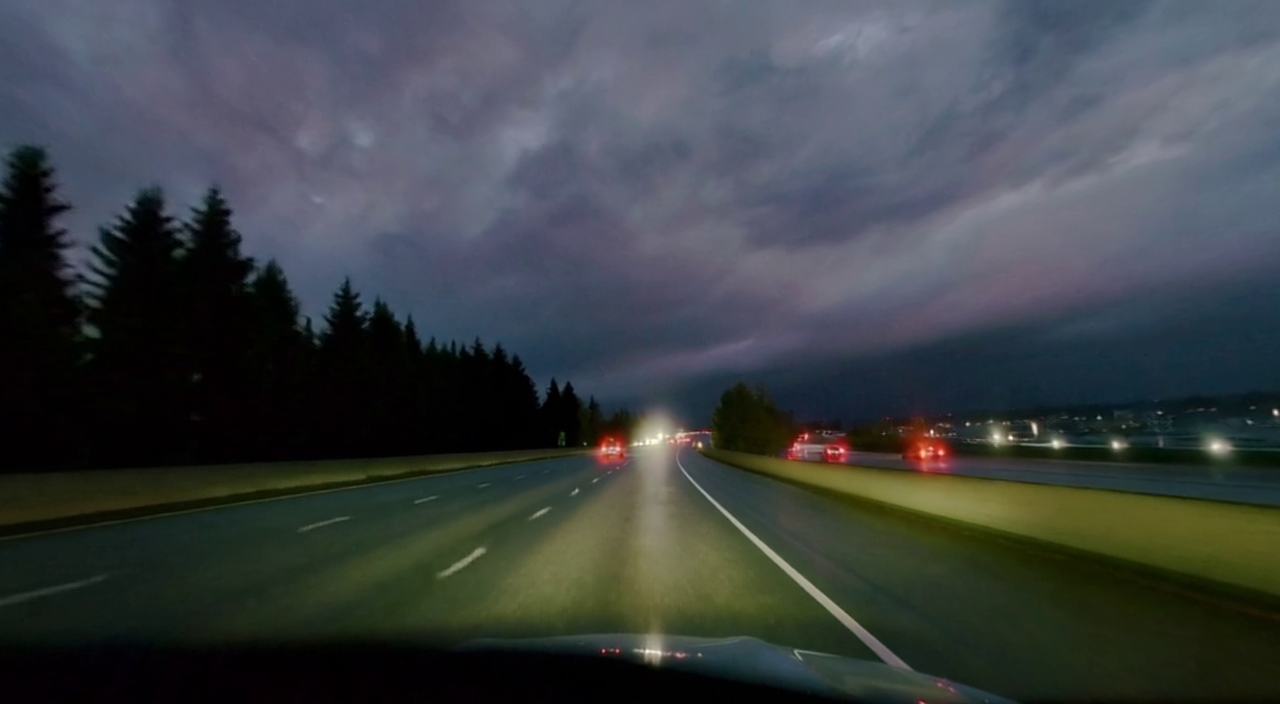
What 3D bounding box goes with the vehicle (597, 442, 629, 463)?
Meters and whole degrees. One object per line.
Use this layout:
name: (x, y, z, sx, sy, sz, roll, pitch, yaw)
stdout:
vehicle: (-2.013, 7.574, 47.650, 2.118, 1.475, 4.263, -1, -8, 2)
